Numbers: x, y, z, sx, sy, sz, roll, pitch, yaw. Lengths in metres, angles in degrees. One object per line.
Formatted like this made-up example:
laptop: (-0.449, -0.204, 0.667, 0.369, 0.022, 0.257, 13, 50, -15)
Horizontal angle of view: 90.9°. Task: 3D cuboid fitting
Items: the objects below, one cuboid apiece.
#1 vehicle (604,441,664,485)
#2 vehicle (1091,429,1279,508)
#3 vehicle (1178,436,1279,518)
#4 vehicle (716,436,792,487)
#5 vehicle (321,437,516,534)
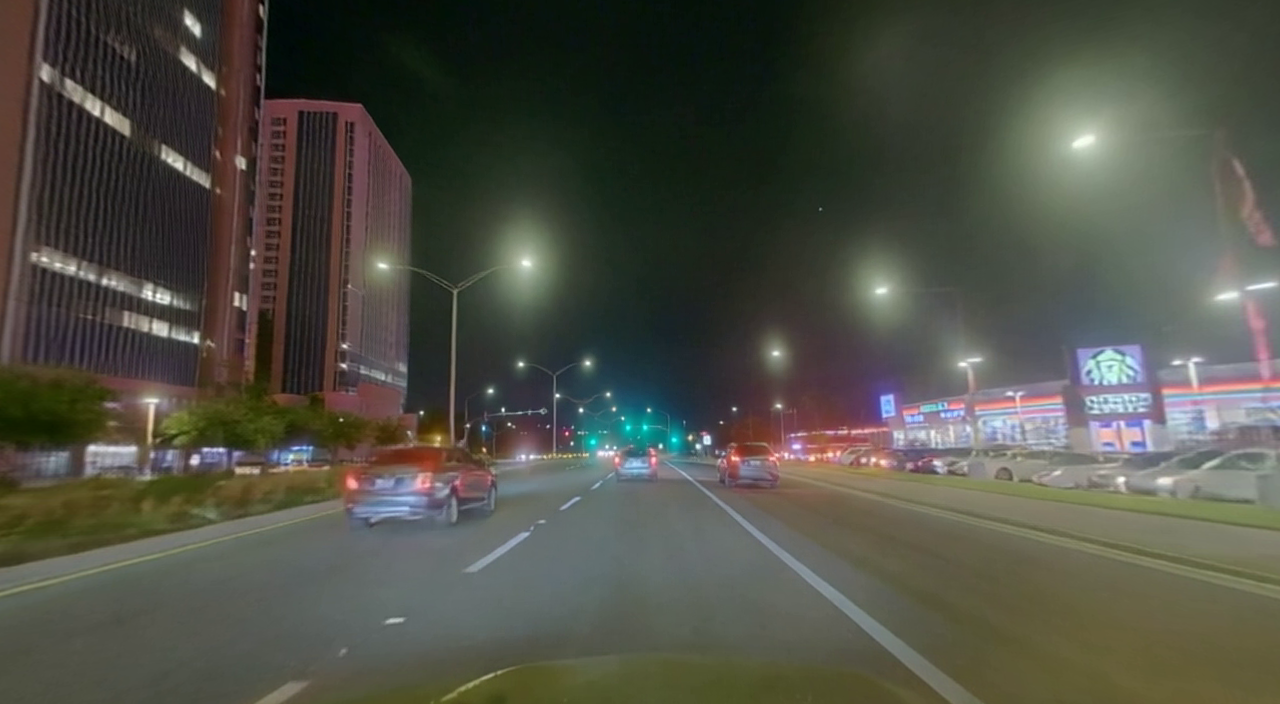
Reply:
vehicle: (-0.177, 4.130, 23.765, 2.059, 1.477, 3.988, 0, -8, 1)
vehicle: (13.836, 2.829, 15.785, 4.331, 1.728, 2.036, 3, -9, -23)
vehicle: (13.324, 2.450, 12.739, 4.282, 1.469, 2.035, 4, -9, -26)
vehicle: (4.076, 3.987, 23.227, 2.007, 1.683, 4.171, 0, -8, 0)
vehicle: (-3.879, 2.409, 12.078, 2.029, 1.482, 4.591, 0, -8, 1)
